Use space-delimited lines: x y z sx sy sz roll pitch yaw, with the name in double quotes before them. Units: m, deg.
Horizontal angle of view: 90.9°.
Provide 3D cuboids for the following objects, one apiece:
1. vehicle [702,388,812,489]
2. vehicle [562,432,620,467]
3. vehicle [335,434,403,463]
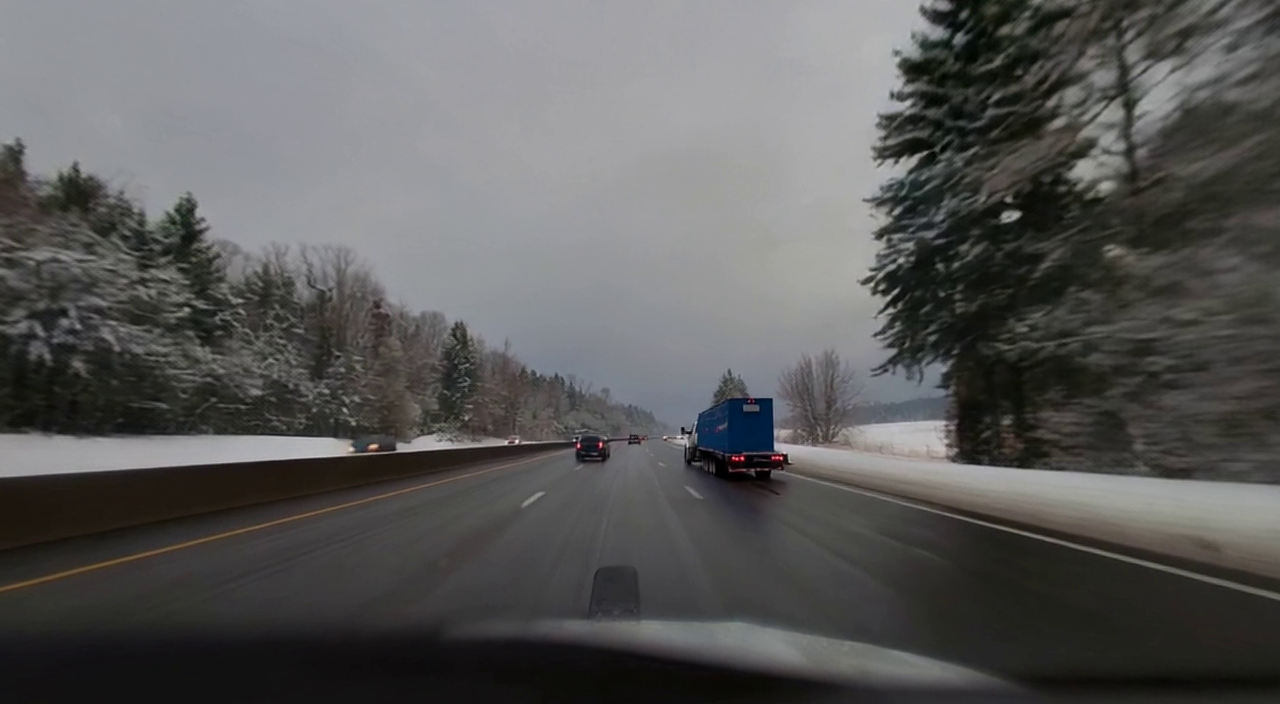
"vehicle" 3.191 2.481 18.165 2.256 2.568 4.049 0 -8 -1
"vehicle" -2.220 4.562 29.763 2.195 1.529 4.572 0 -8 2
"vehicle" -15.150 5.372 35.457 1.932 1.526 4.225 0 -8 0
